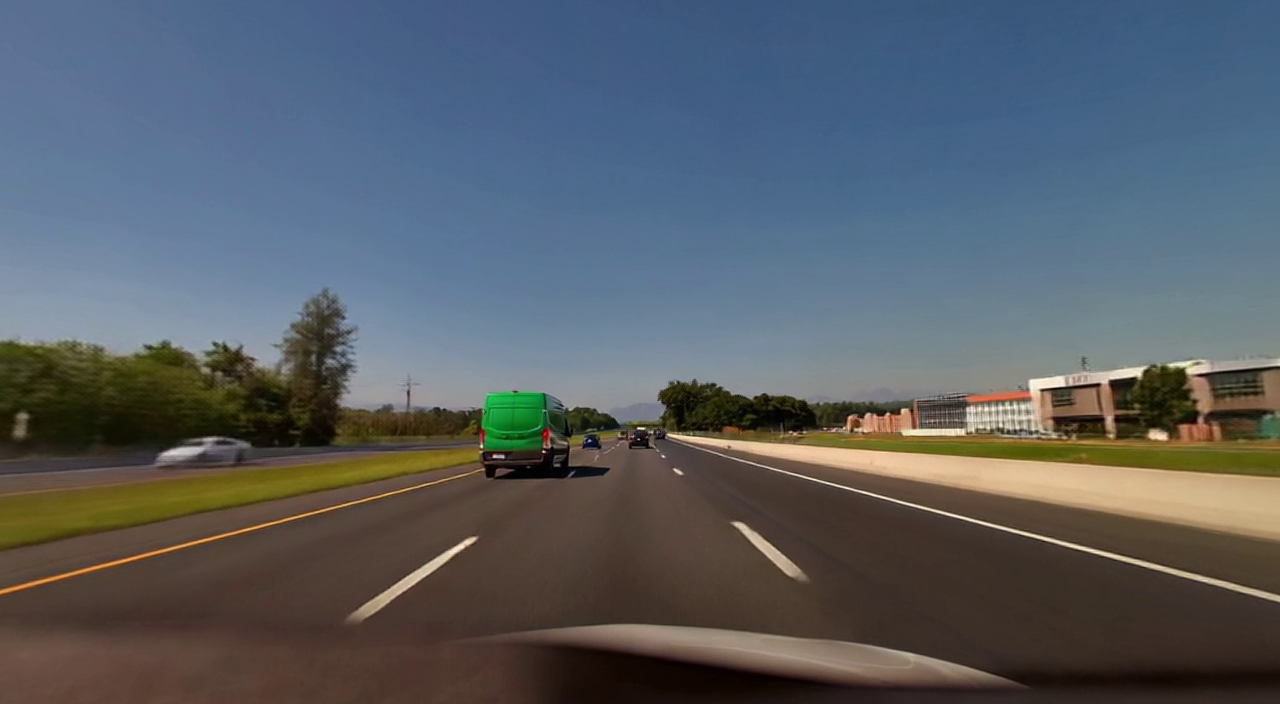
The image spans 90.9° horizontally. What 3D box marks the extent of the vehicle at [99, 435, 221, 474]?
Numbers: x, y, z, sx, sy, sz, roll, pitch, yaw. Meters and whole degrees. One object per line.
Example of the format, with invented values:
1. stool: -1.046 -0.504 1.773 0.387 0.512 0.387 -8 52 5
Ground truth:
1. vehicle: -20.826 4.445 27.626 1.924 1.562 4.340 0 -8 0

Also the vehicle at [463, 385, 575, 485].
1. vehicle: -3.448 2.559 19.406 2.424 2.577 5.828 0 -8 -1

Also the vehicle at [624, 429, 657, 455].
1. vehicle: 0.007 6.157 43.075 2.104 1.646 4.176 0 -8 -1
